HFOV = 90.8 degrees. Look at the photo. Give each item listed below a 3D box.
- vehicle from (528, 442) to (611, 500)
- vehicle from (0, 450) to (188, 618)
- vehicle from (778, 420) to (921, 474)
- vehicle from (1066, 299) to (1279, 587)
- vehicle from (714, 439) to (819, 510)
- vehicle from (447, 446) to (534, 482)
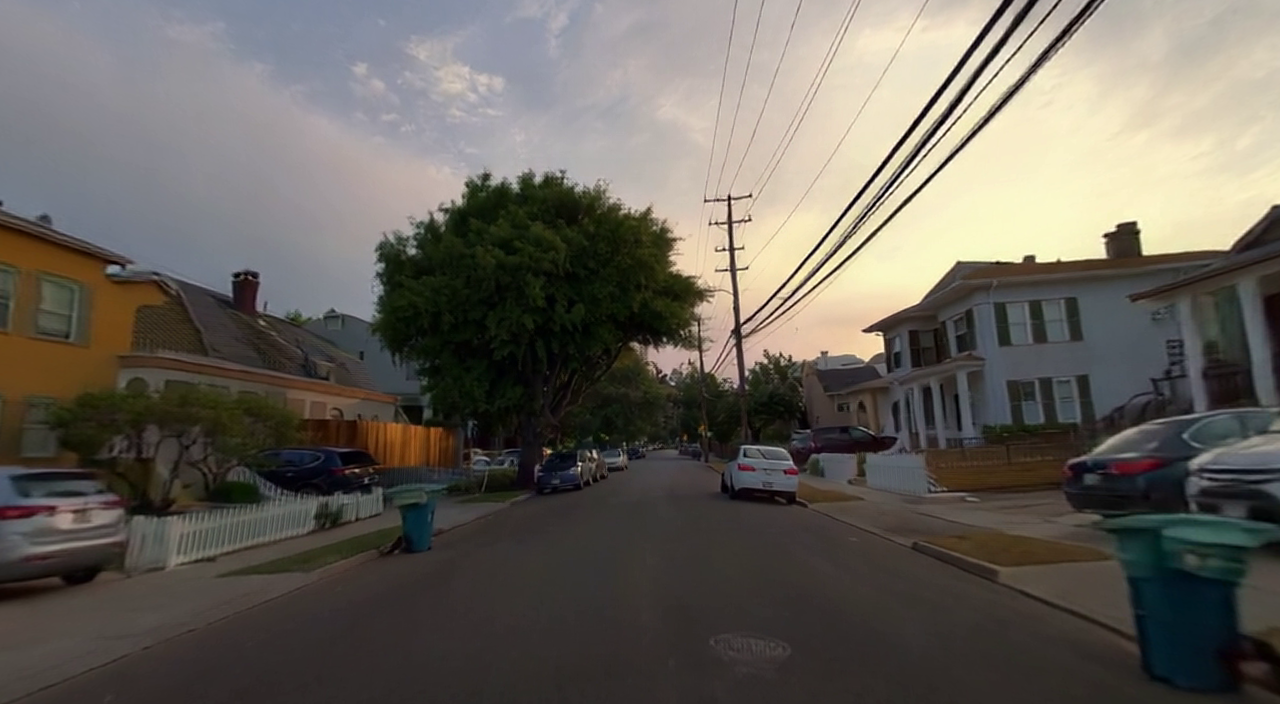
[{"bbox_3d":[-2.588,4.509,24.497,2.204,1.655,4.813,-9,-8,2],"label":"vehicle"},{"bbox_3d":[-8.919,2.216,8.247,4.432,1.739,2.097,0,-6,2],"label":"vehicle"},{"bbox_3d":[8.793,4.033,26.958,5.274,2.170,2.205,0,-8,0],"label":"vehicle"},{"bbox_3d":[7.541,0.765,5.519,5.974,2.066,2.152,0,-7,2],"label":"vehicle"},{"bbox_3d":[3.297,3.239,17.411,2.043,1.631,4.613,-1,-7,2],"label":"vehicle"},{"bbox_3d":[-8.080,6.045,34.420,4.088,1.779,2.109,-1,-6,5],"label":"vehicle"}]
